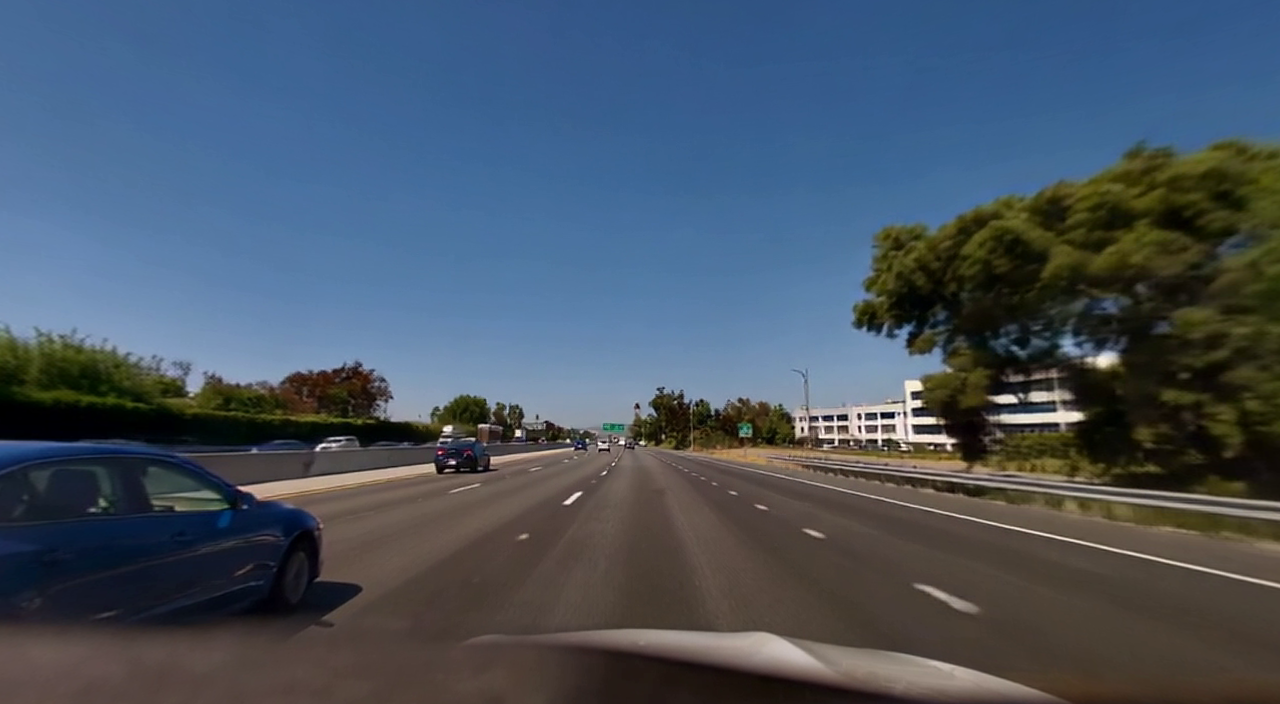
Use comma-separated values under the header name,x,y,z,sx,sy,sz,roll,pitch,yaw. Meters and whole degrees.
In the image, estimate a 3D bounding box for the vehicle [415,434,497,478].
name,x,y,z,sx,sy,sz,roll,pitch,yaw
vehicle,-7.718,4.402,26.948,2.118,1.675,4.395,0,-8,1

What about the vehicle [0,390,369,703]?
name,x,y,z,sx,sy,sz,roll,pitch,yaw
vehicle,-3.626,1.065,3.309,2.144,1.565,4.951,0,-8,1
